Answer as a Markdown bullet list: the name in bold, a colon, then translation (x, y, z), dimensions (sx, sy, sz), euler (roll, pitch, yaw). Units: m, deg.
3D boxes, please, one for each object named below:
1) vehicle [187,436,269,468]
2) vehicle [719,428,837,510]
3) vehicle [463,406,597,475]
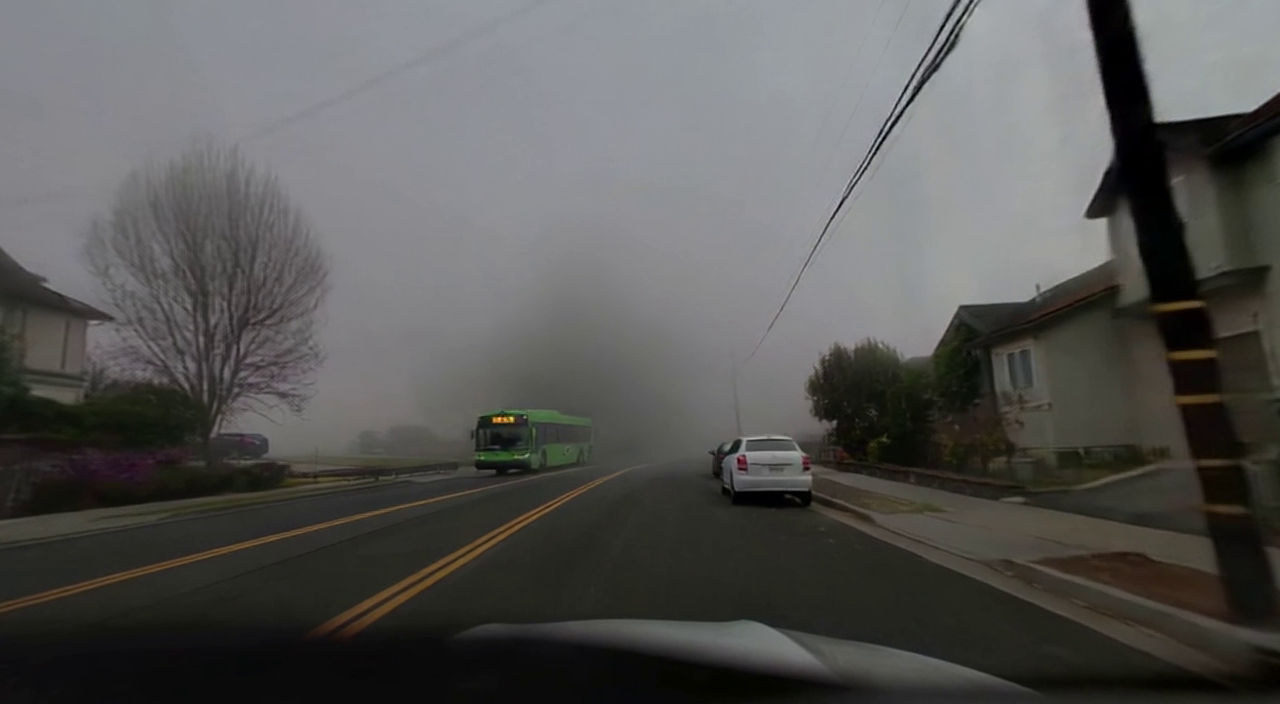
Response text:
- **vehicle**: translation (-24.422, 5.973, 37.696), dimensions (2.006, 1.766, 4.685), euler (1, -9, -5)
- **vehicle**: translation (2.972, 2.623, 14.548), dimensions (1.984, 1.601, 3.994), euler (-1, -9, 3)
- **vehicle**: translation (-5.594, 5.104, 35.890), dimensions (3.577, 3.168, 13.108), euler (-1, -9, 8)
